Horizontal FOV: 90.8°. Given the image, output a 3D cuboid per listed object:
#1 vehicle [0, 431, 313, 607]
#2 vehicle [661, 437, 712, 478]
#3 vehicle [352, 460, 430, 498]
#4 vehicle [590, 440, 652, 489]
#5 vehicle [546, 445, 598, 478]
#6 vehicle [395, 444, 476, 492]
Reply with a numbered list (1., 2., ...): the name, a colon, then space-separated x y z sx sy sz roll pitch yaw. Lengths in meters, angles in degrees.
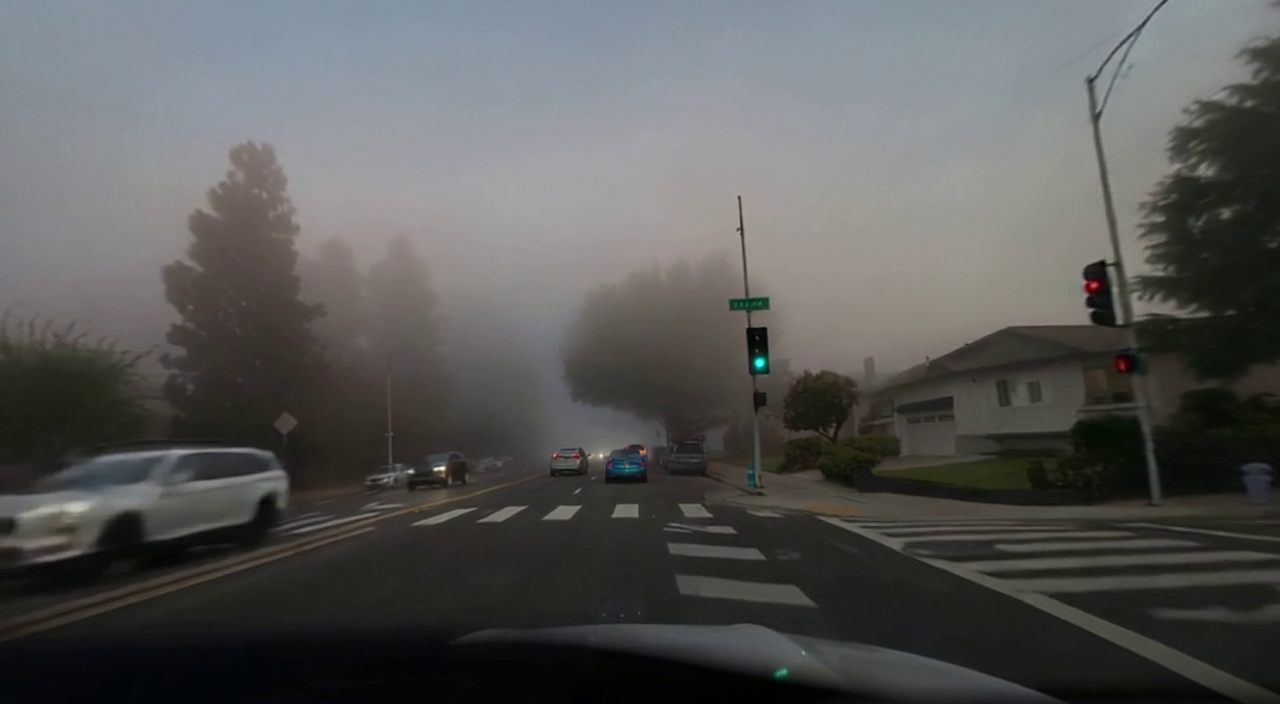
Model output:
1. vehicle: -6.479 1.975 8.428 1.958 1.706 4.281 -1 -8 -1
2. vehicle: 2.243 5.259 31.717 2.119 1.884 4.567 0 -8 -1
3. vehicle: -12.710 6.458 32.566 2.050 1.518 5.115 -3 -8 -1
4. vehicle: -0.657 4.016 22.836 2.041 1.575 4.304 0 -8 -1
5. vehicle: -3.349 5.462 31.859 2.117 1.528 4.277 0 -8 0
6. vehicle: -9.508 5.377 29.795 2.105 1.858 4.903 -6 -8 0
